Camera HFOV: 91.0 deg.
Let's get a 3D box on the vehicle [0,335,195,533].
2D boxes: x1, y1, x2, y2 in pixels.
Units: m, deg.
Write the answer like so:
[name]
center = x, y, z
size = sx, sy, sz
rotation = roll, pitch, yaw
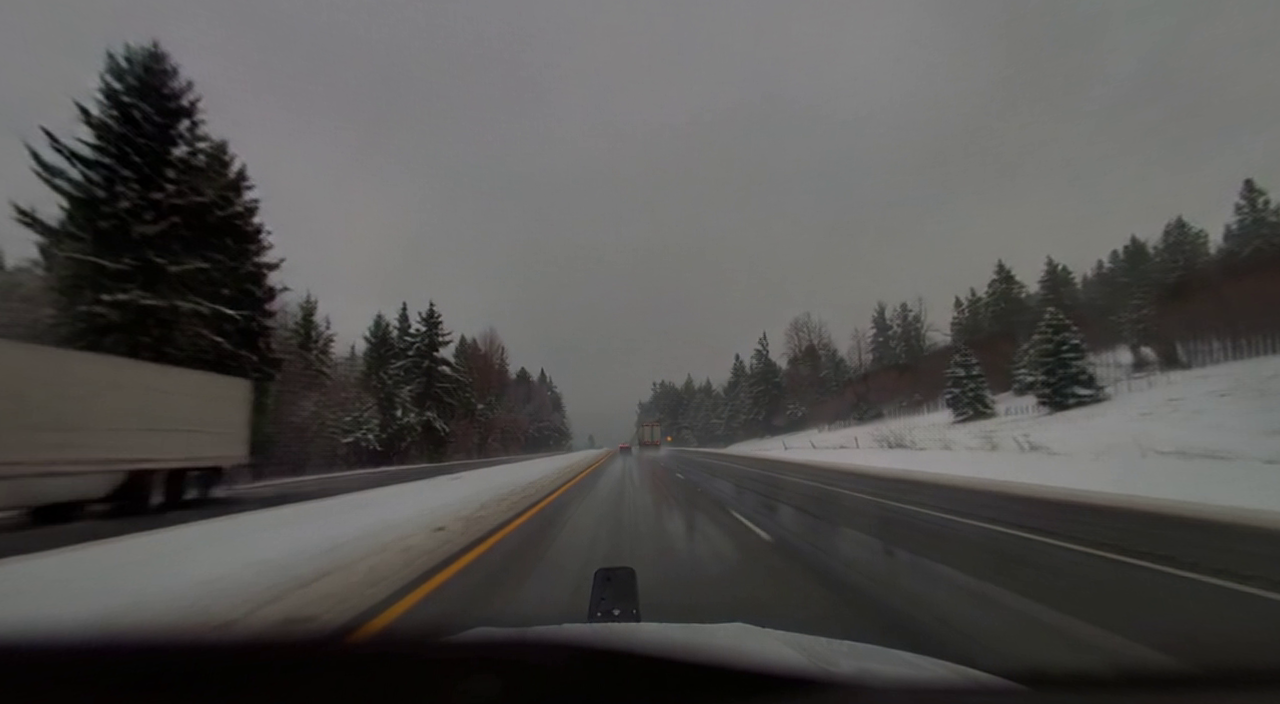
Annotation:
[vehicle]
center = -13.714, 1.389, 10.679
size = 2.908, 3.776, 13.054
rotation = 0, -8, 0
